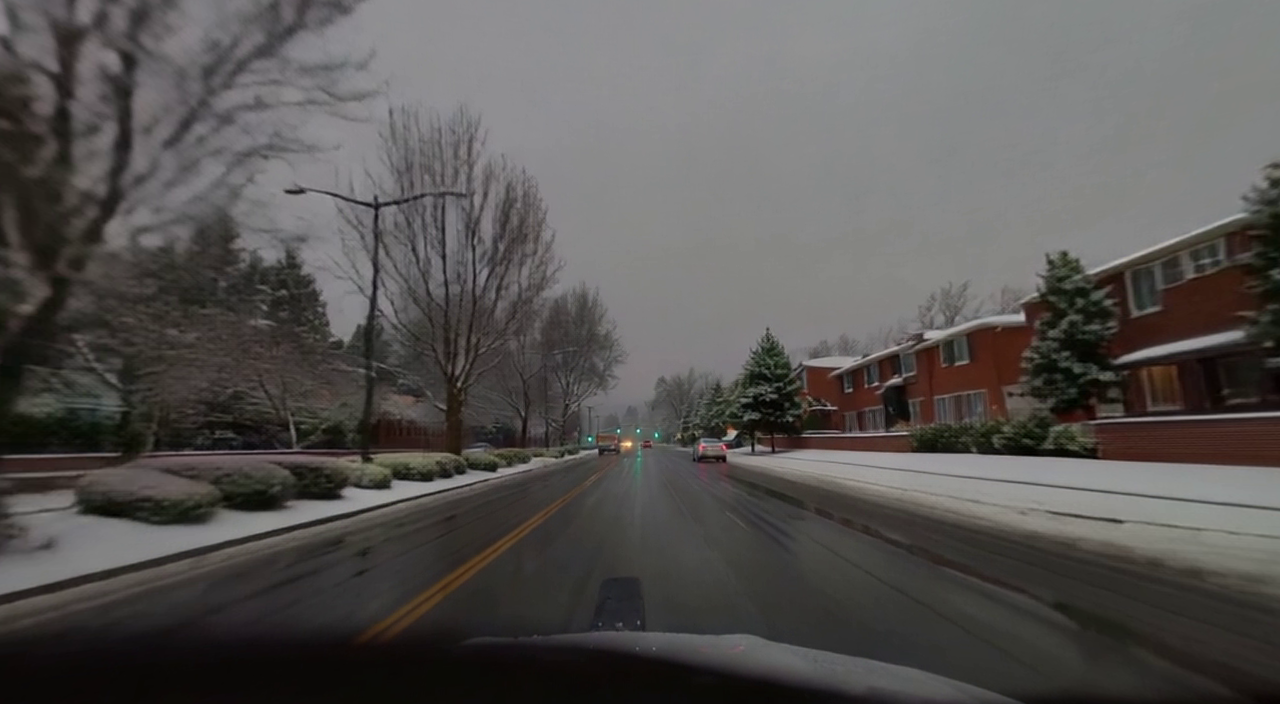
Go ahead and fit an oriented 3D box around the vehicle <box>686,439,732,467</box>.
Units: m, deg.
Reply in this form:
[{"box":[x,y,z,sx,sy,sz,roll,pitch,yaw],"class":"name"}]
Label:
[{"box":[4.127,6.151,38.679,2.237,1.578,4.621,0,-8,-1],"class":"vehicle"}]
